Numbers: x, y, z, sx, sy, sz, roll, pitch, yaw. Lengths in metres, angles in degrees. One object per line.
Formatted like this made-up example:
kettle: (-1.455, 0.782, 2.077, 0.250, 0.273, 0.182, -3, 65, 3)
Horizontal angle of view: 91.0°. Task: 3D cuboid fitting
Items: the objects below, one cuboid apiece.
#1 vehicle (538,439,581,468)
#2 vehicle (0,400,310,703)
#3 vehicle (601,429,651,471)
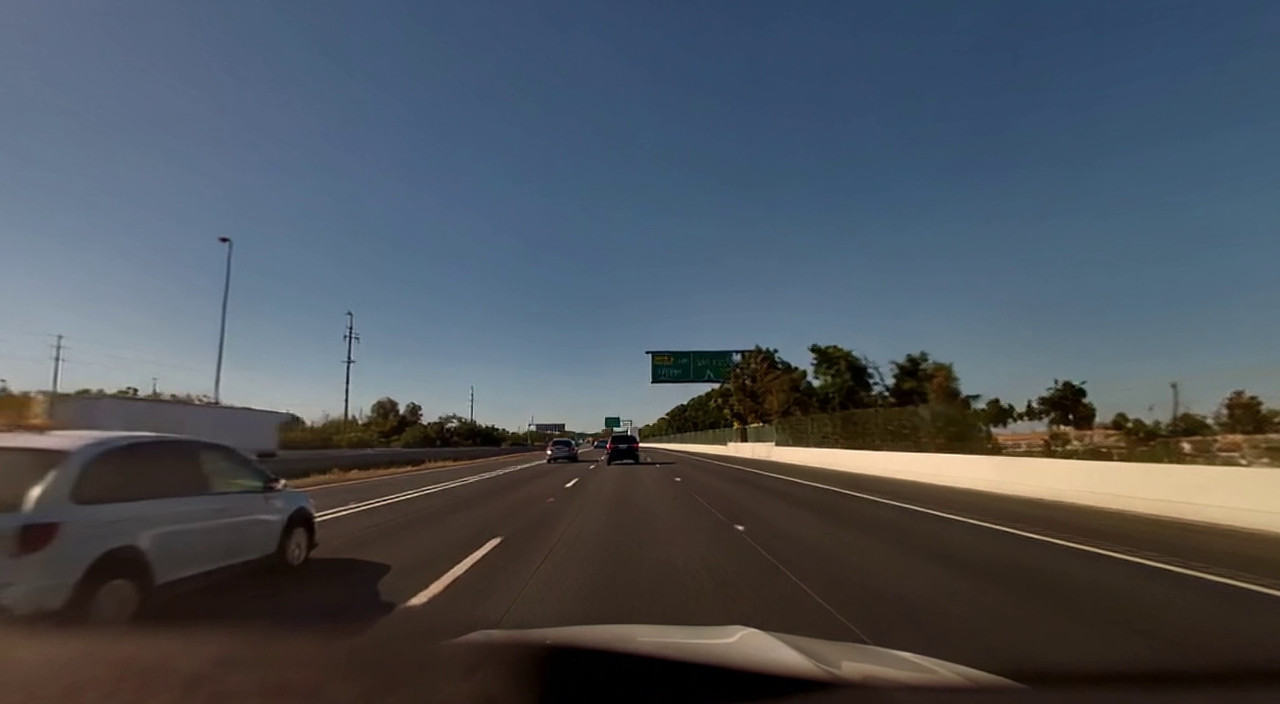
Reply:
vehicle: (-4.701, 5.978, 37.313, 2.039, 1.602, 4.317, 0, -8, -1)
vehicle: (-4.233, 1.185, 4.262, 1.945, 1.550, 3.780, 0, -8, -1)
vehicle: (-0.719, 4.942, 31.963, 2.382, 1.973, 4.439, 0, -8, -1)
